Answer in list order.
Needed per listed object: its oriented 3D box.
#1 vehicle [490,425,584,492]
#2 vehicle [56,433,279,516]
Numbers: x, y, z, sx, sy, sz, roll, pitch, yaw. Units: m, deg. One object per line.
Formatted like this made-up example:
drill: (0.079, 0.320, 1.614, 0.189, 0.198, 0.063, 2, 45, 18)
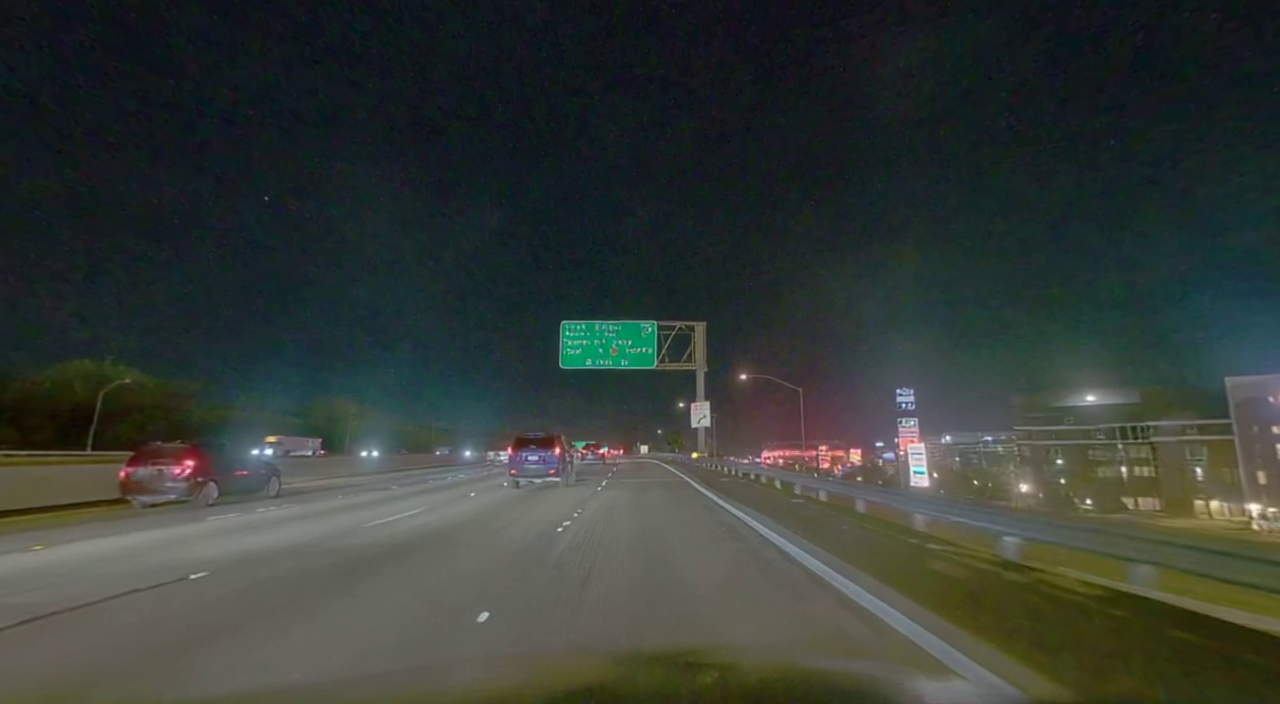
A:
vehicle: (-3.354, 3.596, 21.715, 2.301, 1.985, 5.247, 0, -8, 1)
vehicle: (-10.860, 2.805, 15.033, 1.919, 1.665, 4.394, 0, -8, 0)
